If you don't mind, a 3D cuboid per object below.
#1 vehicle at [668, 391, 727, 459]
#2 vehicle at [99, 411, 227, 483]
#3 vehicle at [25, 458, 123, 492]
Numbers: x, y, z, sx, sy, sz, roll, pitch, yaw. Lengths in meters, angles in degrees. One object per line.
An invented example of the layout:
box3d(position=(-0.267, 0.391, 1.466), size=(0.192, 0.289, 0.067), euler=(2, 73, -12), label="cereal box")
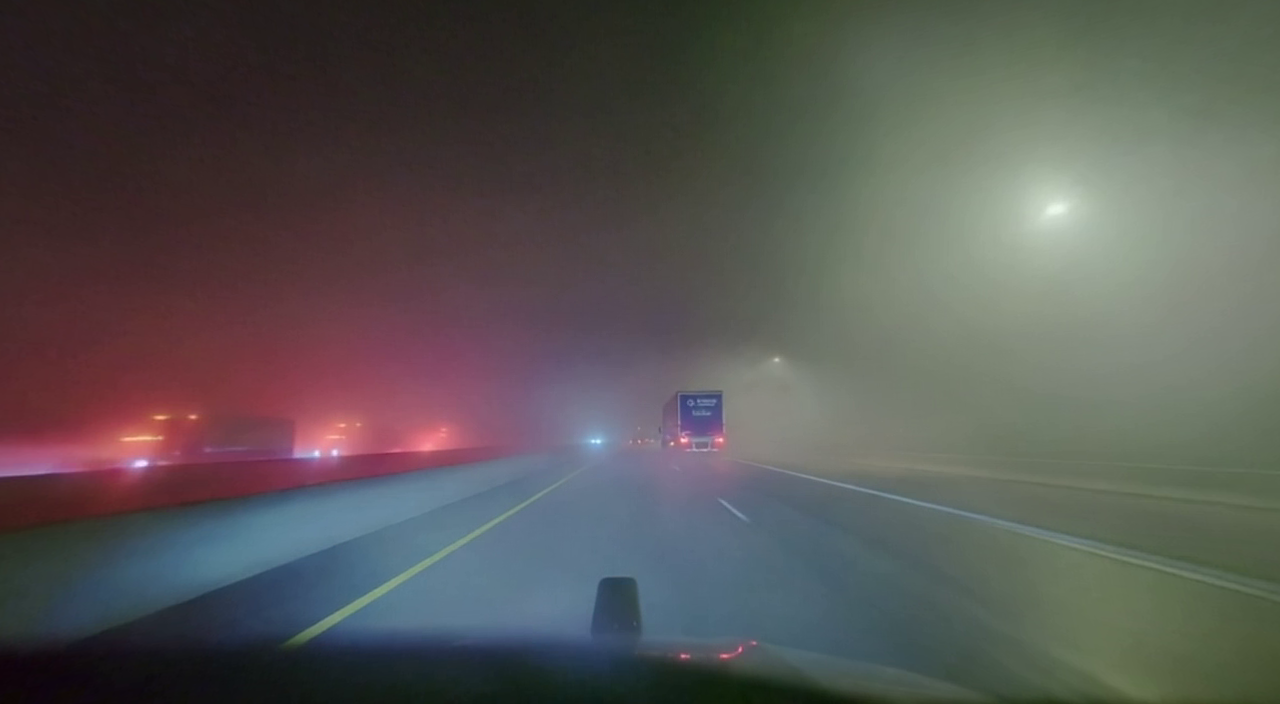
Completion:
box3d(position=(3.470, 4.742, 40.410), size=(2.888, 3.866, 8.380), euler=(0, -8, -1), label="vehicle")
box3d(position=(-29.261, 5.835, 39.074), size=(3.001, 4.033, 6.755), euler=(1, -8, -6), label="vehicle")
box3d(position=(-28.141, 6.081, 31.435), size=(1.833, 1.425, 4.295), euler=(2, -8, -16), label="vehicle")
